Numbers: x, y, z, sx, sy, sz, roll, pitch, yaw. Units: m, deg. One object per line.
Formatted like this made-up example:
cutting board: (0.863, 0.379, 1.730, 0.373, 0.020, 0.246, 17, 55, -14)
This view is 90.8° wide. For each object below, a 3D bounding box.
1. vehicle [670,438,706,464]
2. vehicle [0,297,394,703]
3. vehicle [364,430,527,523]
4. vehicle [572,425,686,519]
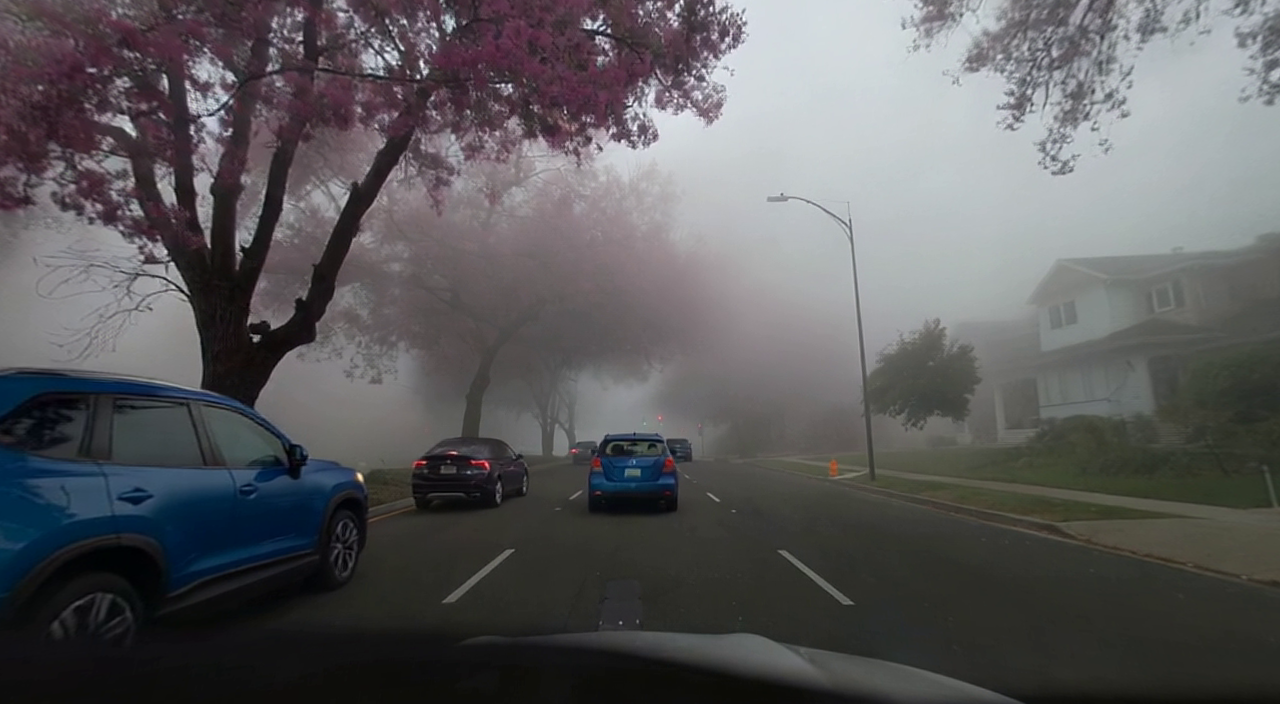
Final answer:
vehicle: (3.299, 6.881, 44.139, 2.161, 1.686, 4.196, 0, -8, -1)
vehicle: (-3.636, 1.013, 4.206, 2.161, 1.919, 4.798, 0, -8, -2)
vehicle: (-3.696, 2.429, 12.851, 2.066, 1.565, 3.905, 0, -8, 0)
vehicle: (-0.213, 2.387, 13.070, 1.997, 1.636, 3.760, 0, -8, -1)
